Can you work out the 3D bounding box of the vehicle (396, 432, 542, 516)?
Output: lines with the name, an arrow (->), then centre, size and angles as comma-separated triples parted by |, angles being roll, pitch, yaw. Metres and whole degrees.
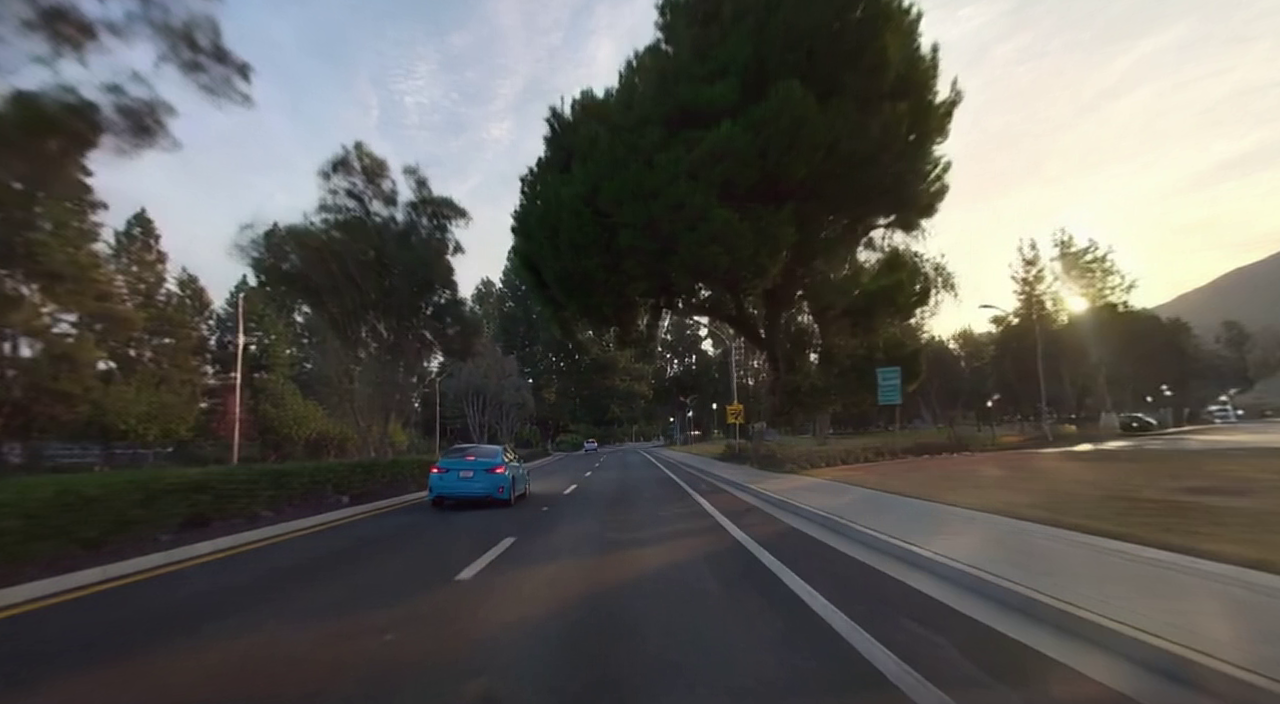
vehicle -> -3.352, 2.472, 13.307 | 1.964, 1.472, 4.078 | 0, -8, -1
